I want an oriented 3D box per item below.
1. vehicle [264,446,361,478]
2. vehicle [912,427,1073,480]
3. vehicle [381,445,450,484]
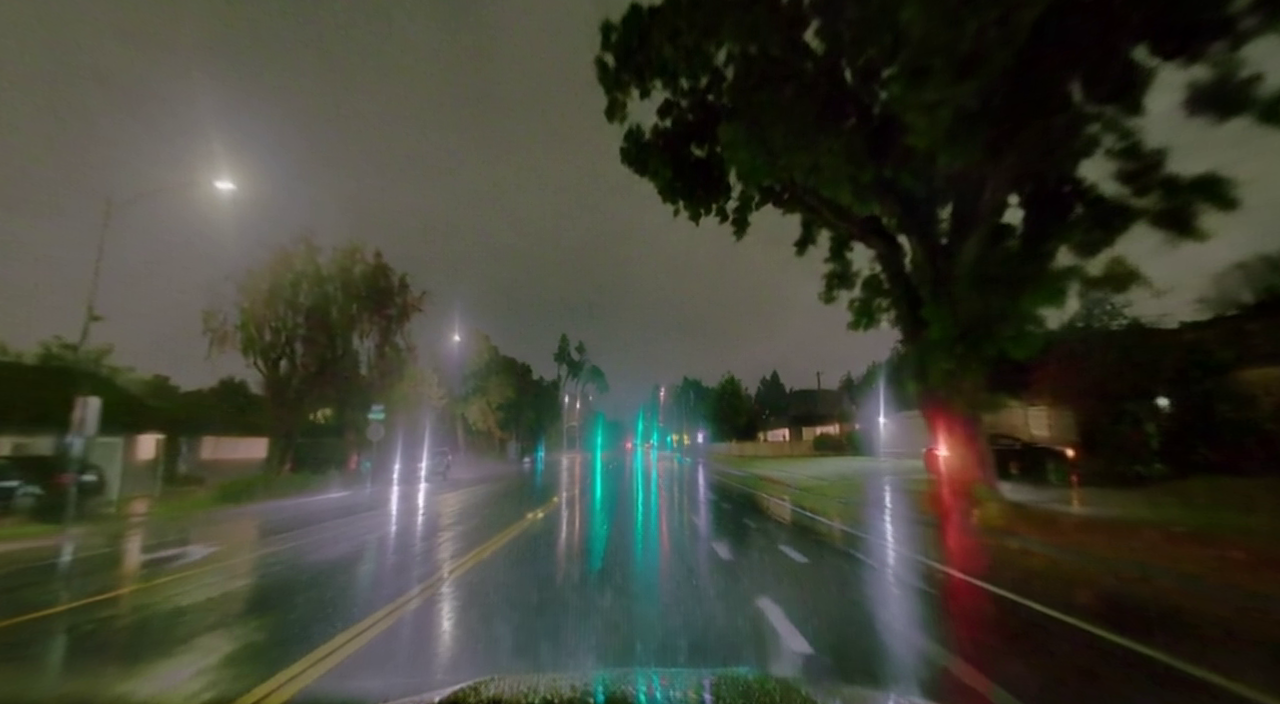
[{"bbox_3d":[-19.579,6.580,37.950,4.668,1.824,1.999,0,-9,-1],"label":"vehicle"},{"bbox_3d":[12.020,3.490,21.813,4.194,1.680,2.150,-1,-8,1],"label":"vehicle"},{"bbox_3d":[-11.975,6.041,34.066,2.062,1.821,4.880,-3,-10,-1],"label":"vehicle"}]
